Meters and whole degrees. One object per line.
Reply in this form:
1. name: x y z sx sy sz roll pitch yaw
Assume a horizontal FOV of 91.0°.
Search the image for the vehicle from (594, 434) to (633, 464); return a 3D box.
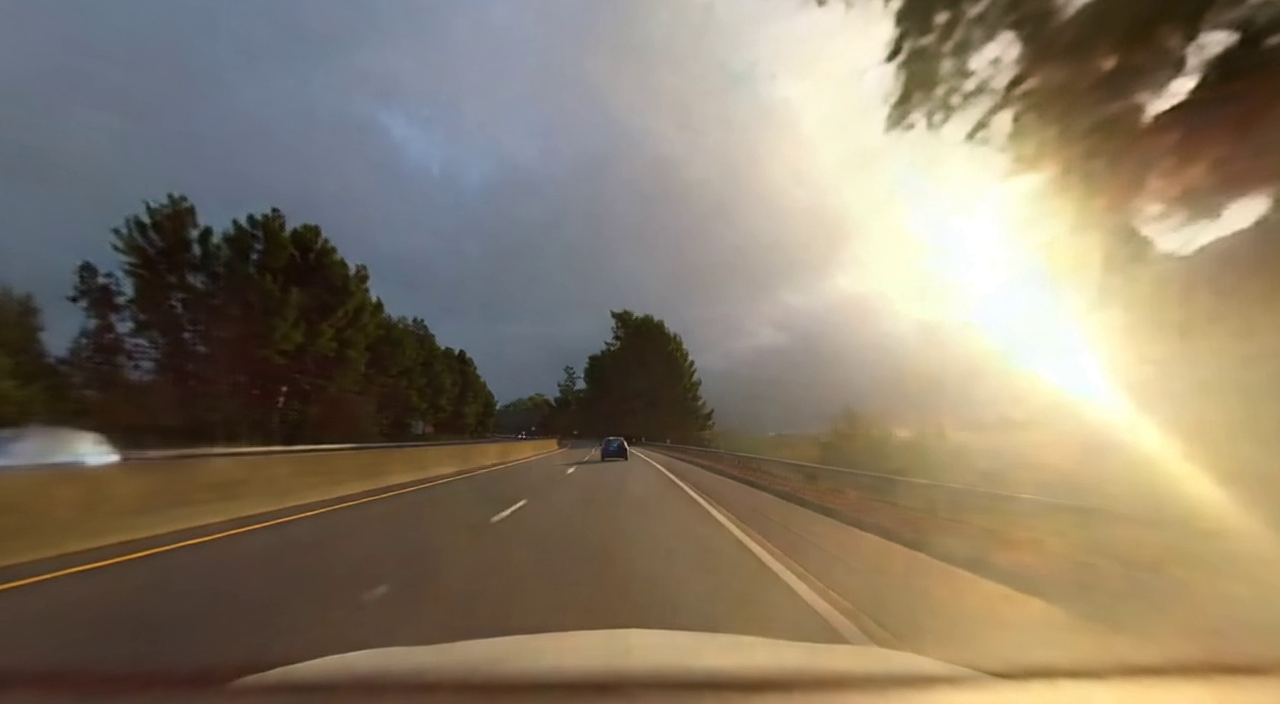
1. vehicle: -1.408 5.313 34.602 2.004 1.515 3.968 0 -8 -1
